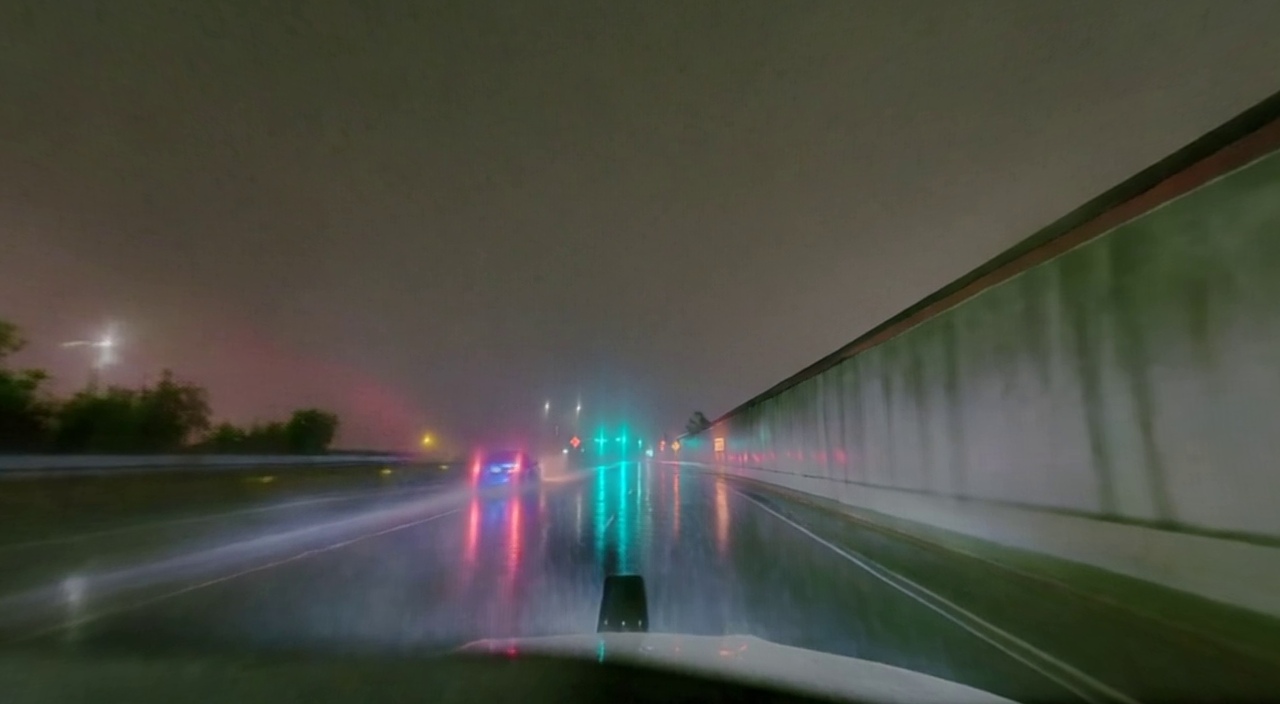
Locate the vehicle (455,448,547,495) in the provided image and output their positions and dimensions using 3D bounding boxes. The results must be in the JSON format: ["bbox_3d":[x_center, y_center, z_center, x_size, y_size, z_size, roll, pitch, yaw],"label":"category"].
[{"bbox_3d":[-5.119,4.450,23.935,2.172,1.587,4.518,-1,-9,4],"label":"vehicle"}]
